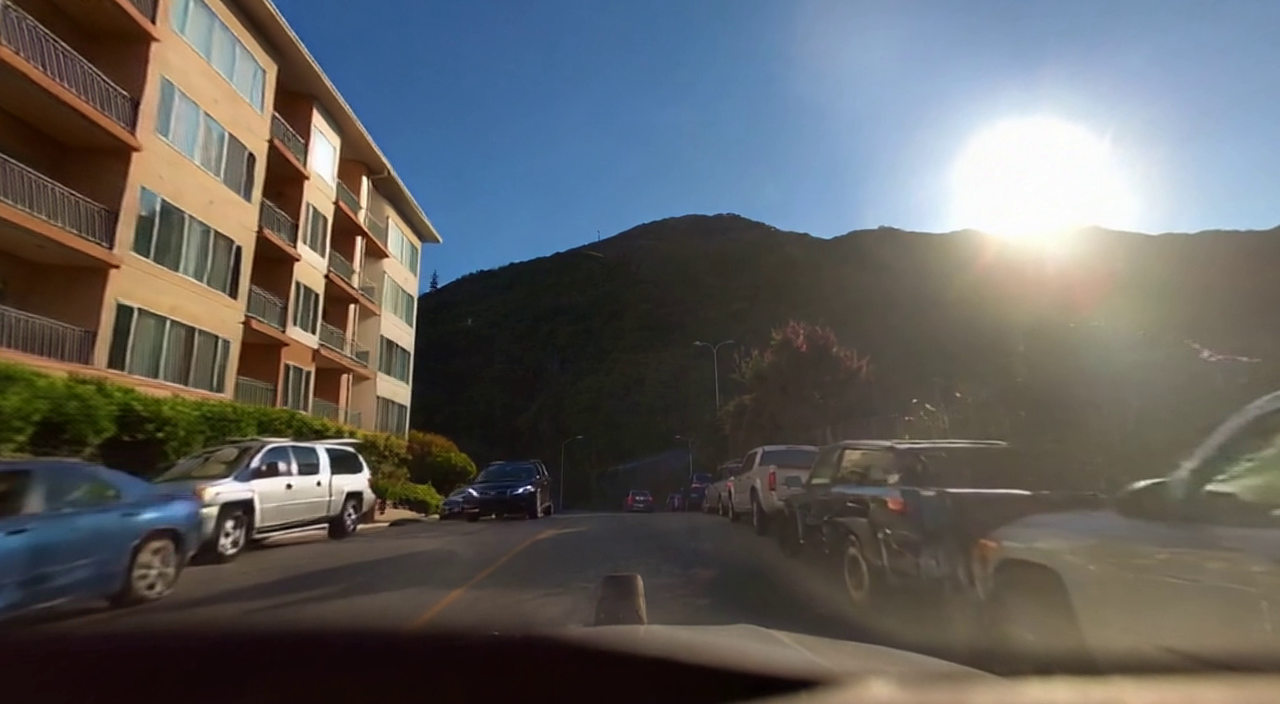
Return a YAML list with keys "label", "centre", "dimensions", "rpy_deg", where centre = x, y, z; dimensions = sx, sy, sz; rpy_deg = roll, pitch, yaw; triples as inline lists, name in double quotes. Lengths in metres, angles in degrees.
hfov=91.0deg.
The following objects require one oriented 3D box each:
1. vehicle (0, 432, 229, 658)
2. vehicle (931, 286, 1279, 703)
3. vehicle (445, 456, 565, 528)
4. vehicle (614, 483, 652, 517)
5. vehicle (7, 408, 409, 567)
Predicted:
- label: "vehicle"
  centre: [-5.350, 1.221, 3.804]
  dimensions: [1.856, 1.474, 4.522]
  rpy_deg: [-3, -9, 18]
- label: "vehicle"
  centre: [2.796, 0.686, 1.349]
  dimensions: [2.072, 1.830, 4.744]
  rpy_deg: [0, -9, 0]
- label: "vehicle"
  centre: [-3.402, 3.770, 16.939]
  dimensions: [2.102, 1.621, 4.627]
  rpy_deg: [0, -13, 1]
- label: "vehicle"
  centre: [-0.487, 9.118, 38.937]
  dimensions: [2.201, 1.731, 3.854]
  rpy_deg: [0, -9, -2]
- label: "vehicle"
  centre: [-6.428, 2.238, 10.812]
  dimensions: [2.692, 1.949, 5.948]
  rpy_deg: [0, -11, -1]
